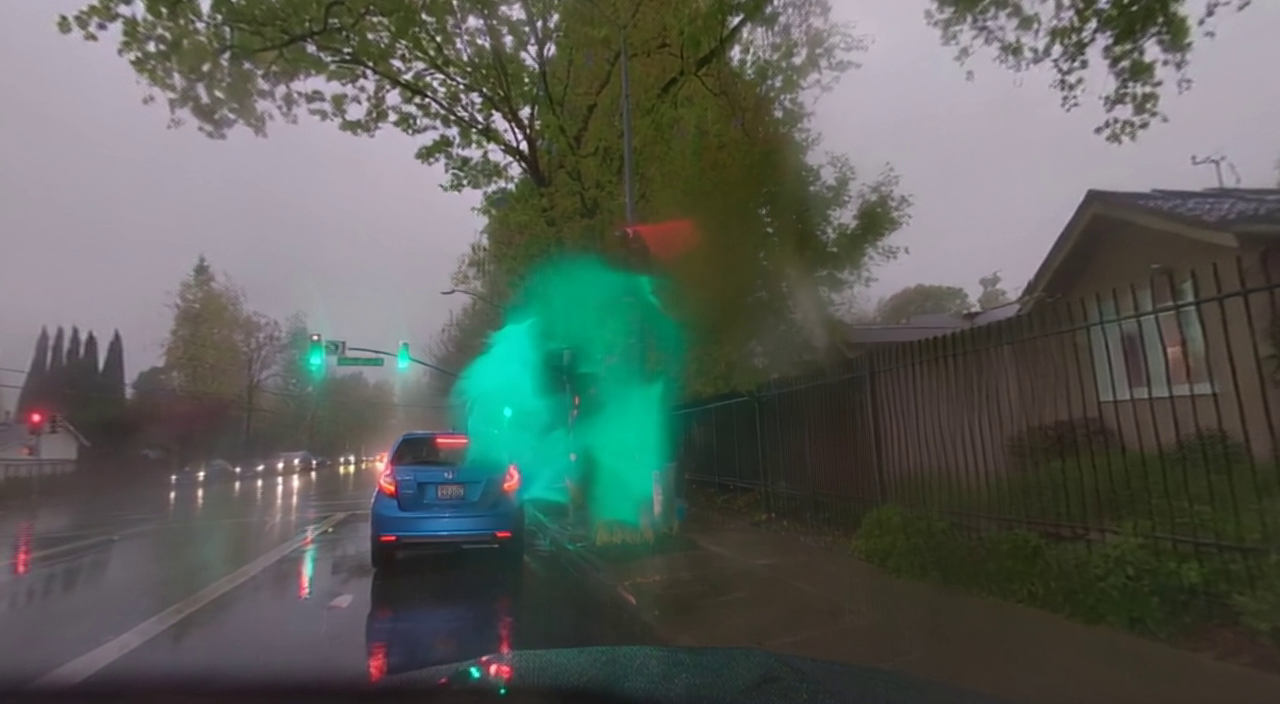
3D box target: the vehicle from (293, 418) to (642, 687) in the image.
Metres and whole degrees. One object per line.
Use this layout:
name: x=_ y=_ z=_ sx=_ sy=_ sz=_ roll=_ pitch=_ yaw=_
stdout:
vehicle: x=-1.426 y=1.435 z=5.672 sx=2.024 sy=1.502 sz=3.702 roll=2 pitch=-9 yaw=-14

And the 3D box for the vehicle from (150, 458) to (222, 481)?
vehicle: x=-34.775 y=9.004 z=48.455 sx=3.959 sy=1.680 sz=1.785 roll=1 pitch=-9 yaw=-9
